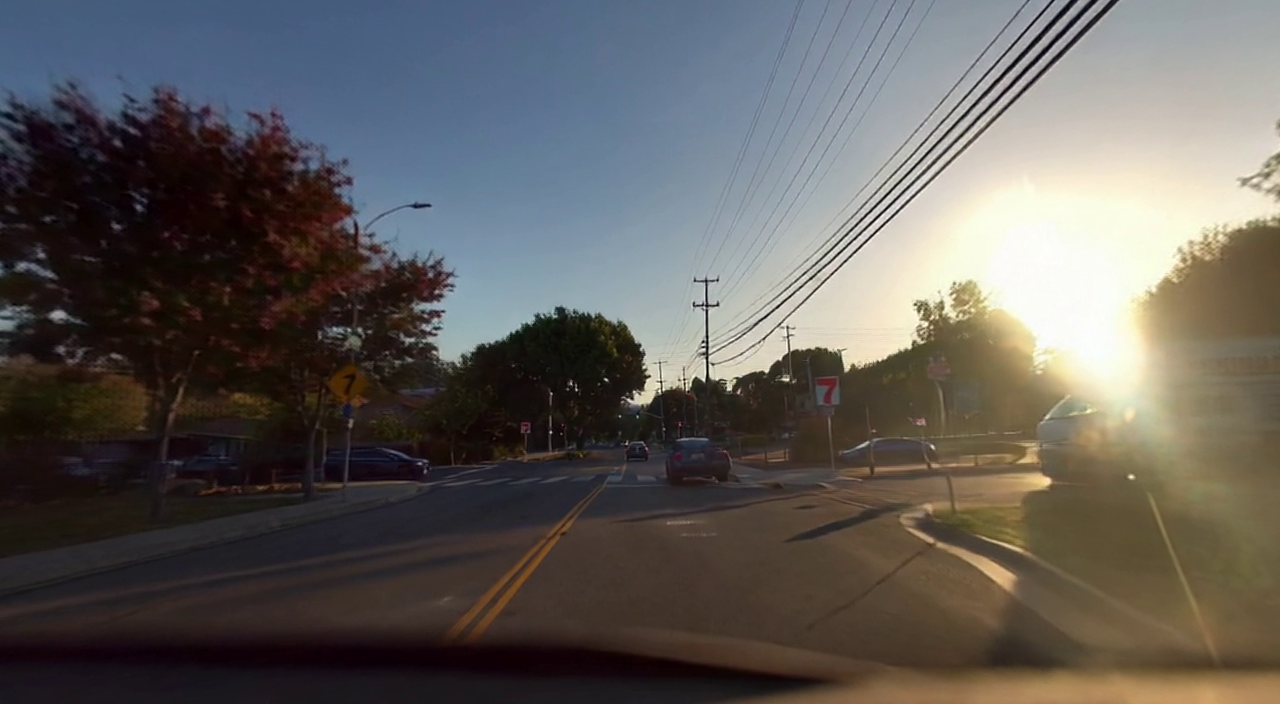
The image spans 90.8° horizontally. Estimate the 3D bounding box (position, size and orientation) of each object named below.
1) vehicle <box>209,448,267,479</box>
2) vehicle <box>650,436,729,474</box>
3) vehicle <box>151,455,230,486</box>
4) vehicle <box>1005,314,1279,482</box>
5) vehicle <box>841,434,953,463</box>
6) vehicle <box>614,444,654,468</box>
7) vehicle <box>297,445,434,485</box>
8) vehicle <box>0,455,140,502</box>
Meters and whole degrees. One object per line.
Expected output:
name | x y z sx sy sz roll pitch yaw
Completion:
vehicle | -30.289 8.405 47.761 2.087 2.103 4.490 0 -9 -10
vehicle | 2.554 5.553 34.455 2.553 1.868 5.536 2 -9 -15
vehicle | -29.201 7.696 41.236 2.085 1.763 4.658 1 -8 -6
vehicle | 15.084 1.263 15.976 9.897 3.821 2.789 1 -8 -1
vehicle | 13.076 4.942 32.364 4.872 1.400 1.955 -1 -8 2
vehicle | -0.439 6.686 40.809 1.874 1.427 3.976 2 -9 -12
vehicle | -13.791 5.689 32.104 5.866 1.904 2.197 1 -9 -6
vehicle | -25.663 5.438 27.313 5.763 1.855 2.340 2 -8 -8
